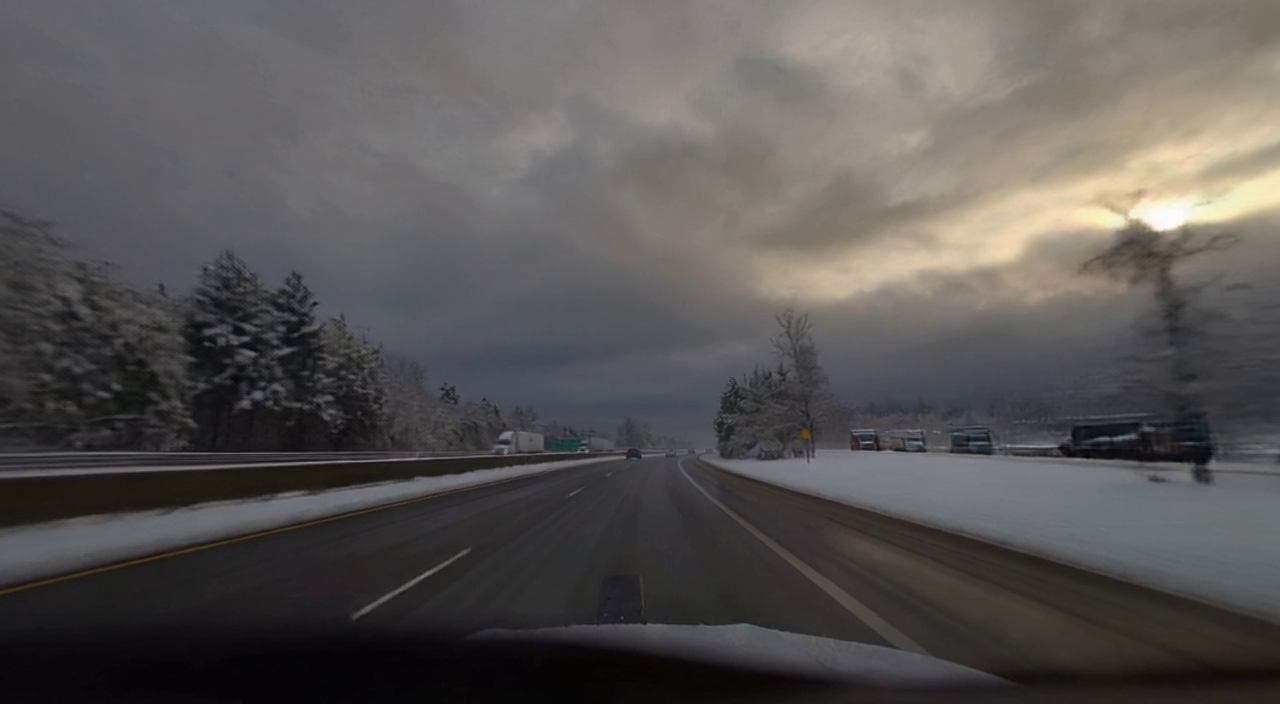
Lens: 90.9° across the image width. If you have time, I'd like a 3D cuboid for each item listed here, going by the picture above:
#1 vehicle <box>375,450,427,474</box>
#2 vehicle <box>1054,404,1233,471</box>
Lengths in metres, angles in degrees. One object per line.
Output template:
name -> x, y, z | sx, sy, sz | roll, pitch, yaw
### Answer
vehicle -> -15.435, 7.090, 40.857 | 1.762, 1.467, 3.614 | -1, -9, 3
vehicle -> 37.428, 6.725, 48.168 | 2.915, 4.160, 14.848 | -5, -10, 7
